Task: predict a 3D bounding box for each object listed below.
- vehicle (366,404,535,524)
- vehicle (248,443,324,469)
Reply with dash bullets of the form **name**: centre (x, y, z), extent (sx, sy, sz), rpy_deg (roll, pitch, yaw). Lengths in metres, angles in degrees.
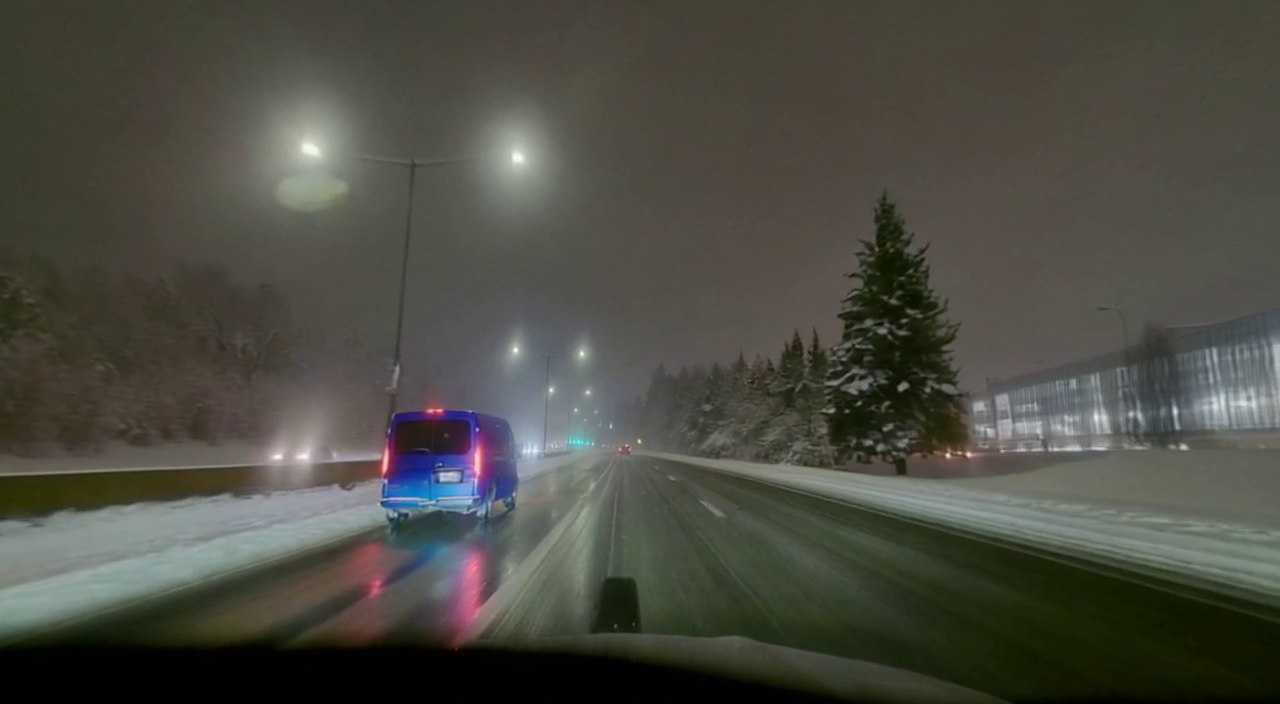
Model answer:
- **vehicle**: centre (-3.519, 2.196, 12.785), extent (2.046, 1.982, 4.465), rpy_deg (0, -9, -1)
- **vehicle**: centre (-20.416, 6.004, 36.639), extent (1.836, 1.431, 4.297), rpy_deg (0, -9, 1)
